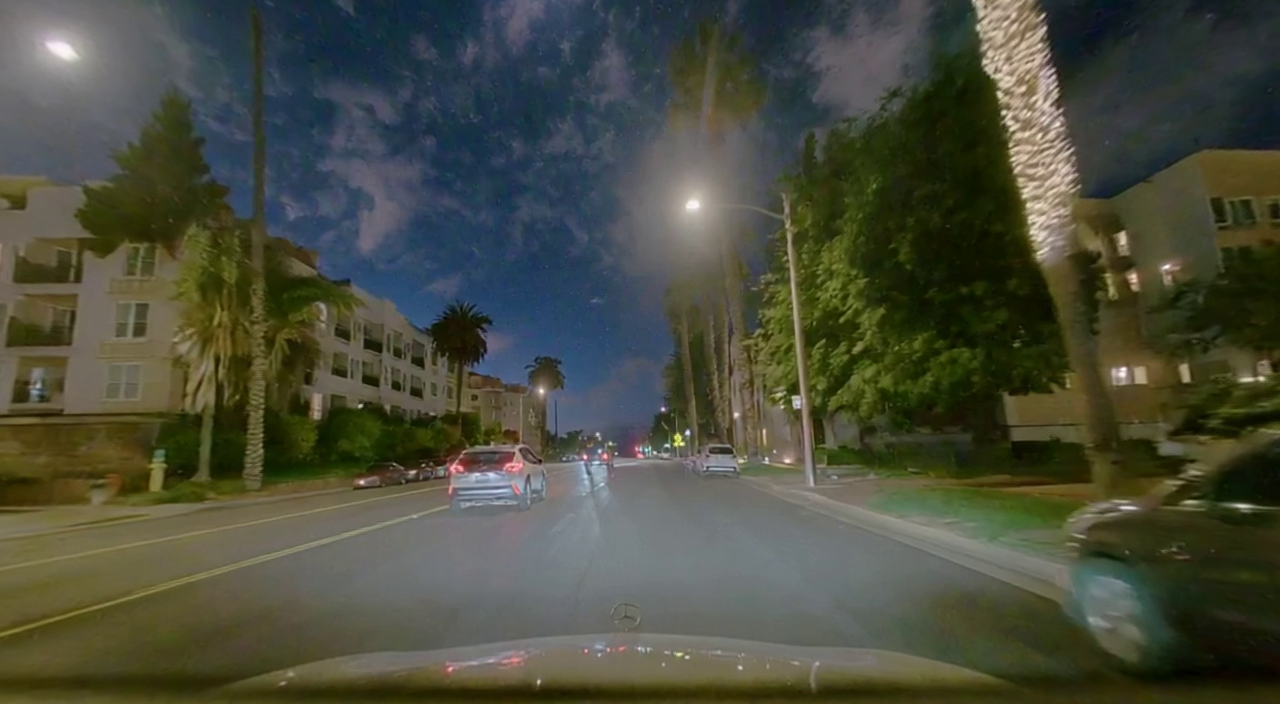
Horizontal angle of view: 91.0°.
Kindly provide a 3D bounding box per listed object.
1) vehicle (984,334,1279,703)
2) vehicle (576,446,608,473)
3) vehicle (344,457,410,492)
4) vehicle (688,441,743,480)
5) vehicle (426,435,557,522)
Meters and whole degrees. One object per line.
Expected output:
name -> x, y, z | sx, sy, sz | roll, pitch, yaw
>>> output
vehicle -> 3.716, 0.854, 2.742 | 1.969, 1.828, 4.273 | 0, -9, 0
vehicle -> -3.464, 7.912, 46.613 | 1.994, 1.810, 5.057 | 0, -9, 0
vehicle -> -13.717, 6.387, 33.066 | 1.787, 1.461, 4.367 | -4, -8, -2
vehicle -> 3.747, 5.499, 32.255 | 2.125, 1.768, 5.544 | 0, -9, 0
vehicle -> -3.153, 2.759, 14.231 | 1.929, 1.651, 3.948 | 0, -9, 1
